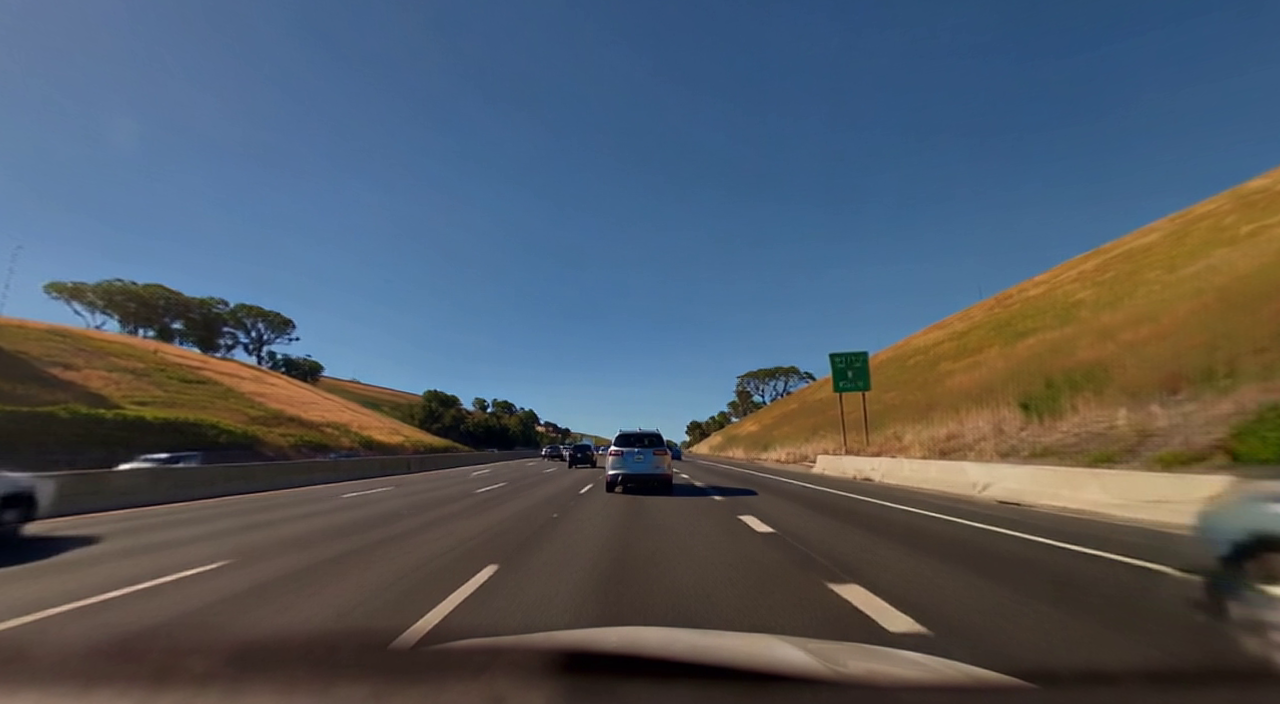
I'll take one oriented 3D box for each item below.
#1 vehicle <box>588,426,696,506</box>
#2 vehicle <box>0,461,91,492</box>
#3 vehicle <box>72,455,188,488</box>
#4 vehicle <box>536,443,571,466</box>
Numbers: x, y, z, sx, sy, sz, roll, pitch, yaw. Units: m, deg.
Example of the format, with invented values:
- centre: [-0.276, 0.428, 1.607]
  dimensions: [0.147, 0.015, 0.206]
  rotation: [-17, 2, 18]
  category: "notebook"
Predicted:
- centre: [0.062, 2.925, 16.561]
  dimensions: [2.447, 1.804, 4.273]
  rotation: [0, -9, 1]
  category: "vehicle"
- centre: [-32.041, 6.568, 33.521]
  dimensions: [1.766, 1.428, 4.355]
  rotation: [0, -9, 0]
  category: "vehicle"
- centre: [-24.584, 5.730, 30.617]
  dimensions: [2.093, 1.419, 4.204]
  rotation: [0, -9, 1]
  category: "vehicle"
- centre: [-6.746, 8.052, 49.599]
  dimensions: [2.024, 1.706, 4.462]
  rotation: [0, -9, 1]
  category: "vehicle"
